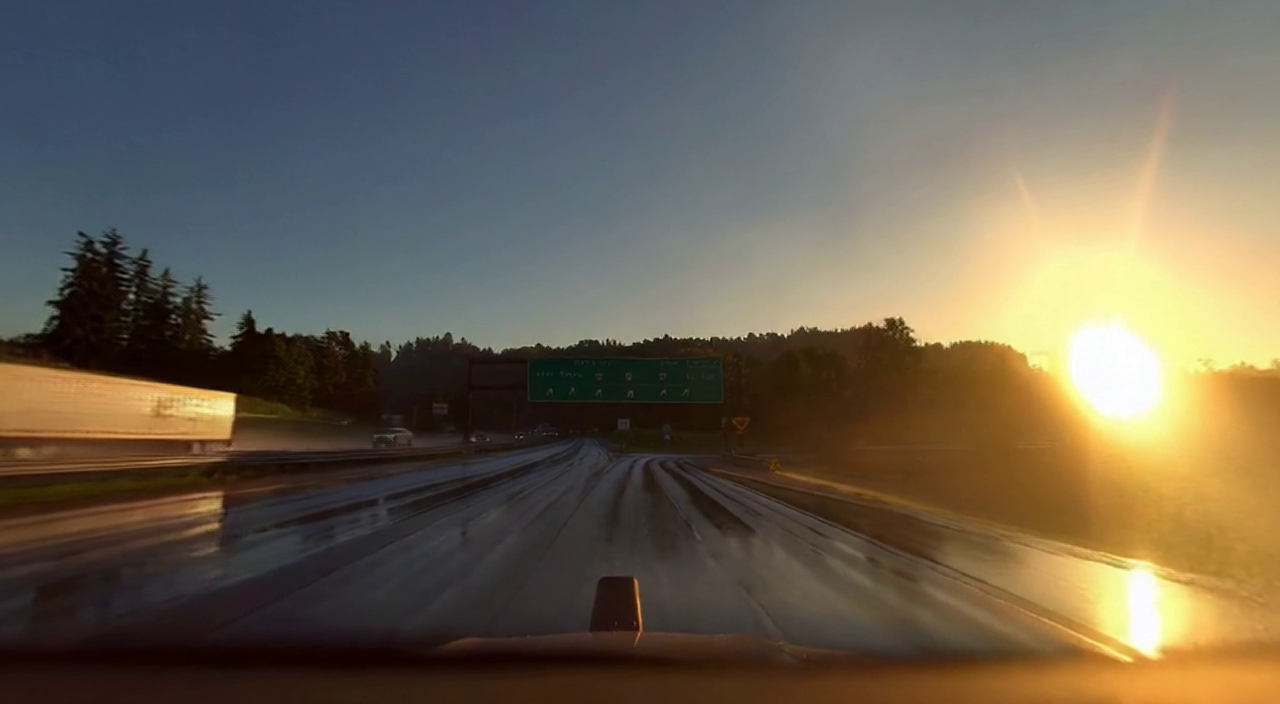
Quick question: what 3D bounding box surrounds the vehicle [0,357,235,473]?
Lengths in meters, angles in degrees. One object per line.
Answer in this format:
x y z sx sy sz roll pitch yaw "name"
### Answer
-24.045 3.145 28.428 2.851 3.983 14.254 0 -8 -3 "vehicle"
